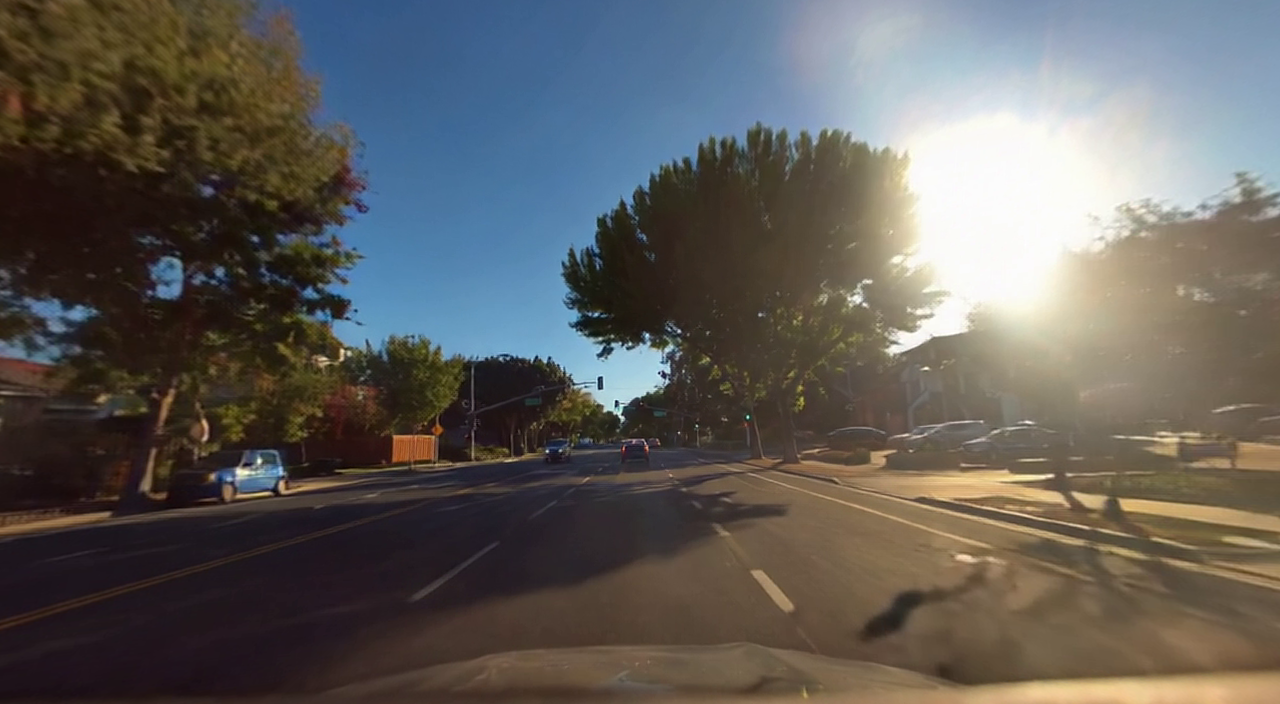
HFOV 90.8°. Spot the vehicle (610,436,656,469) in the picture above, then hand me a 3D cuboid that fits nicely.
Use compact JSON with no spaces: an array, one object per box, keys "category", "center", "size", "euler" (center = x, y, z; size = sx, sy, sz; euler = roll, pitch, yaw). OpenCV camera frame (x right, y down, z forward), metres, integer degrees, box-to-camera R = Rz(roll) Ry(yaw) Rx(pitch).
[{"category":"vehicle","center":[-0.330,4.854,30.686],"size":[2.104,1.462,3.991],"euler":[0,-9,0]}]

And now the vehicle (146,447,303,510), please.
[{"category":"vehicle","center":[-12.996,3.946,20.192],"size":[1.957,1.754,4.393],"euler":[0,-9,1]}]

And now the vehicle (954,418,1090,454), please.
[{"category":"vehicle","center":[16.721,3.705,27.804],"size":[4.658,1.495,1.978],"euler":[0,-9,0]}]

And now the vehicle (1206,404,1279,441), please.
[{"category":"vehicle","center":[28.322,3.126,28.016],"size":[4.532,1.545,1.940],"euler":[-1,-9,-1]}]
